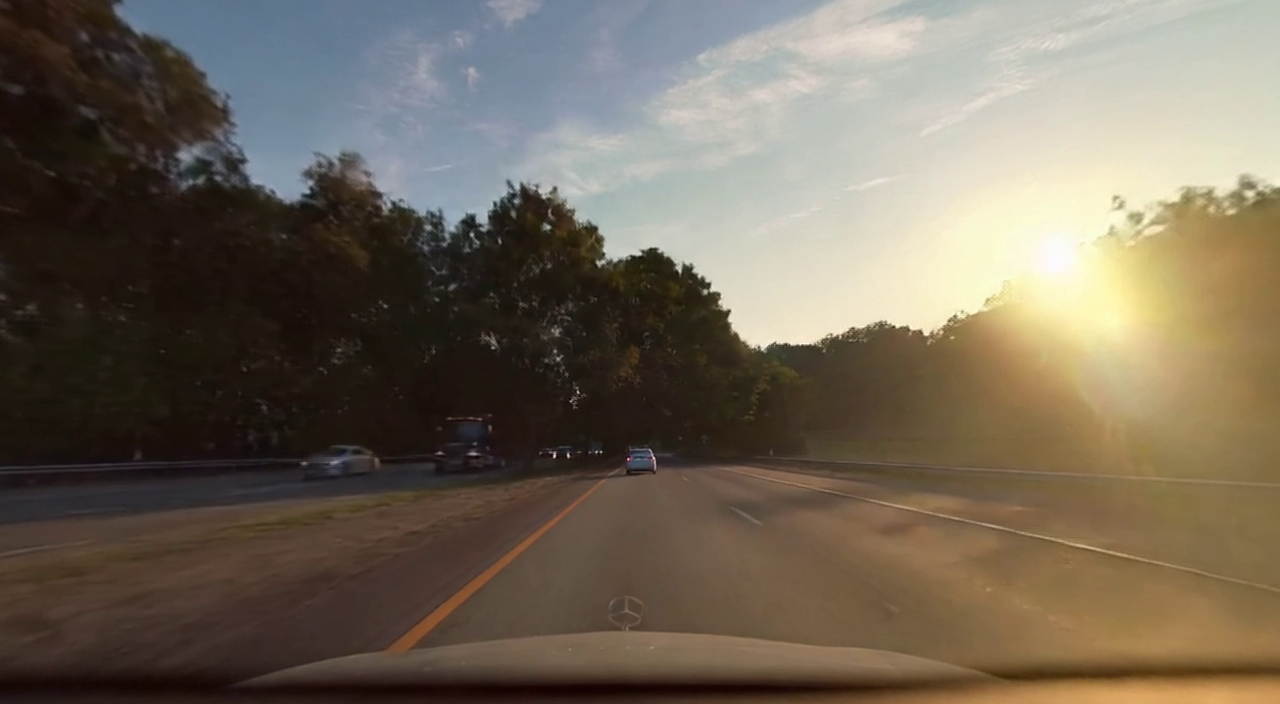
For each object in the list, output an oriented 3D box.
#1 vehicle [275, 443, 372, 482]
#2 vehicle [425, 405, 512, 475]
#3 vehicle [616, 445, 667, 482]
[{"bbox_3d":[-13.252,4.625,26.718,1.843,1.501,4.395,0,-9,0],"label":"vehicle"},{"bbox_3d":[-8.901,4.722,33.647,2.612,3.281,7.073,0,-9,0],"label":"vehicle"},{"bbox_3d":[0.033,4.984,28.475,2.114,1.523,4.012,0,-9,-1],"label":"vehicle"}]
